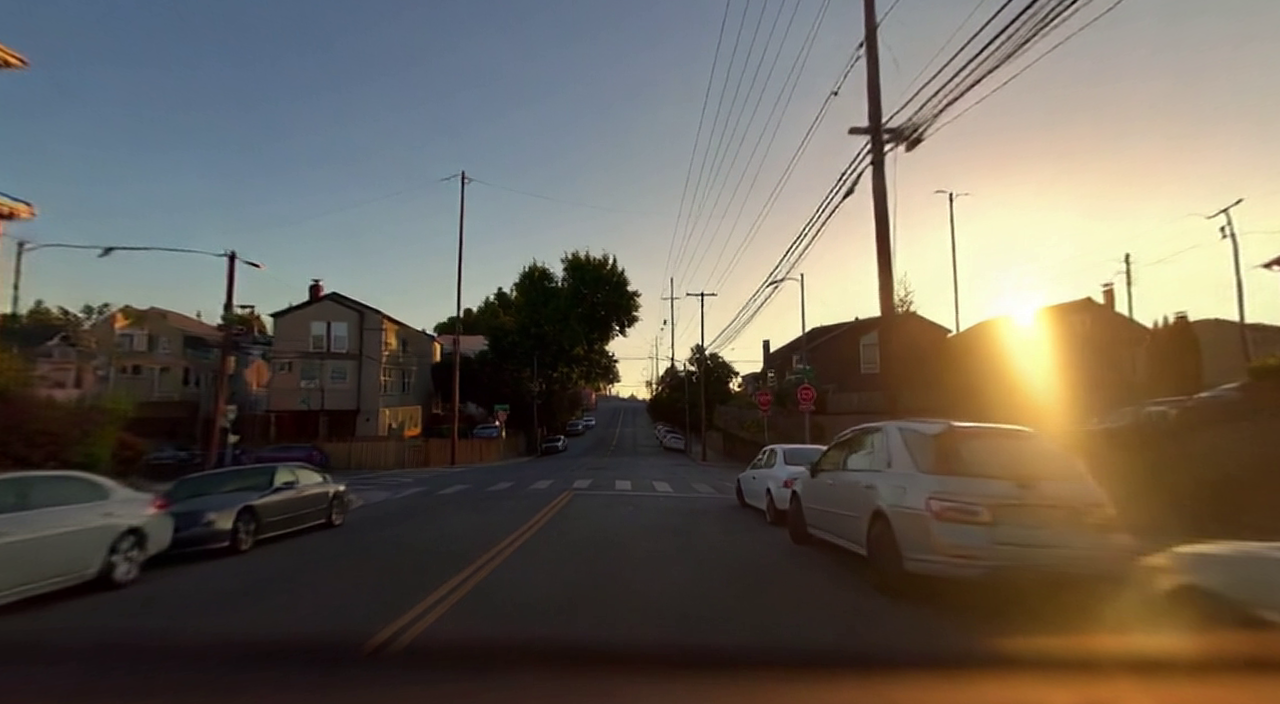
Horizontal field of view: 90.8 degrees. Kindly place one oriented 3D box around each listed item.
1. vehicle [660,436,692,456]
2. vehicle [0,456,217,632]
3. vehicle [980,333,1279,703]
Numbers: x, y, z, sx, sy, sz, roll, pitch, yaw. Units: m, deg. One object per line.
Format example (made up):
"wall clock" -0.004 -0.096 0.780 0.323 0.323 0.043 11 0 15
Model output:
"vehicle" 2.798 7.442 49.871 2.120 1.487 4.360 0 -9 -3
"vehicle" -6.532 1.751 5.985 2.098 1.454 4.449 0 -9 -3
"vehicle" 3.209 0.674 1.183 2.086 1.759 5.461 0 -9 0
